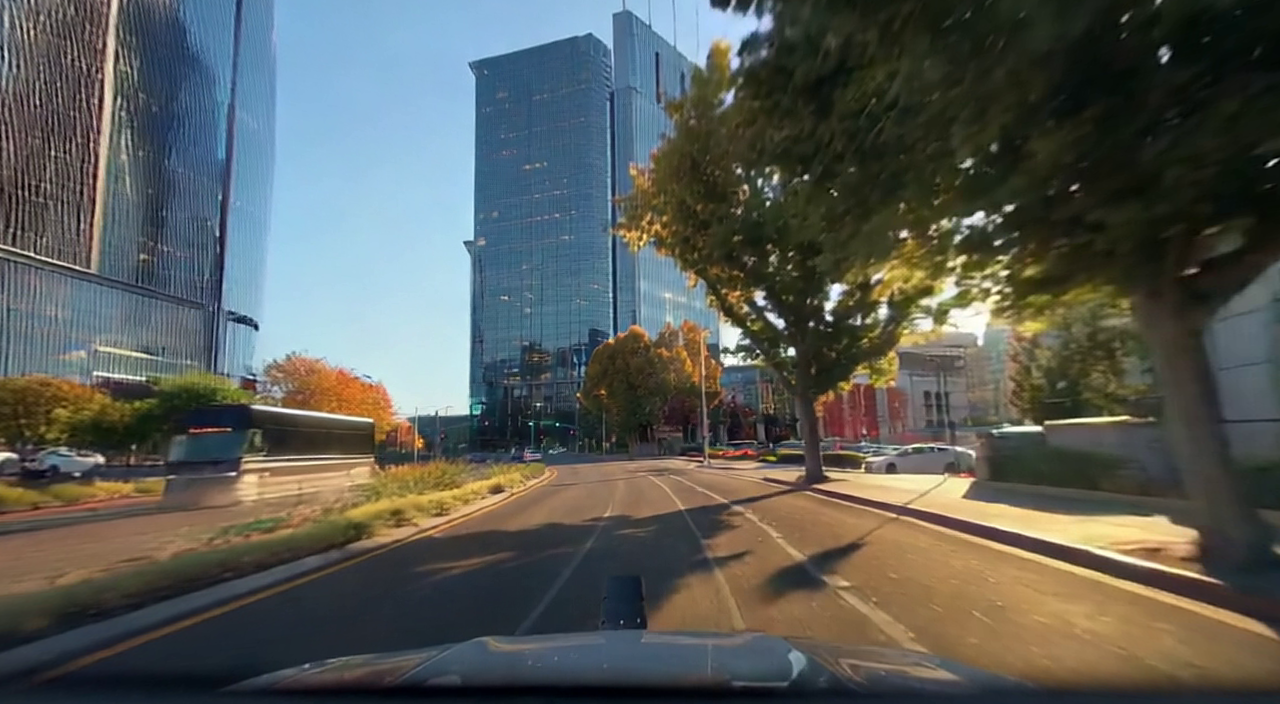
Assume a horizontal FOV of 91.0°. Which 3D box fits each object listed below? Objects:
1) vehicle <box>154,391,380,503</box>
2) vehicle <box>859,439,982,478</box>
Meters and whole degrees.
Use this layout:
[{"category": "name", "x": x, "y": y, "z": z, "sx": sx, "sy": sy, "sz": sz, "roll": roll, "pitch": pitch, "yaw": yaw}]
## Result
[{"category": "vehicle", "x": -14.372, "y": 3.898, "z": 25.970, "sx": 3.052, "sy": 3.601, "sz": 10.794, "roll": 1, "pitch": -9, "yaw": -2}, {"category": "vehicle", "x": 12.903, "y": 4.934, "z": 29.245, "sx": 4.728, "sy": 1.696, "sz": 1.973, "roll": 0, "pitch": -9, "yaw": 4}]
